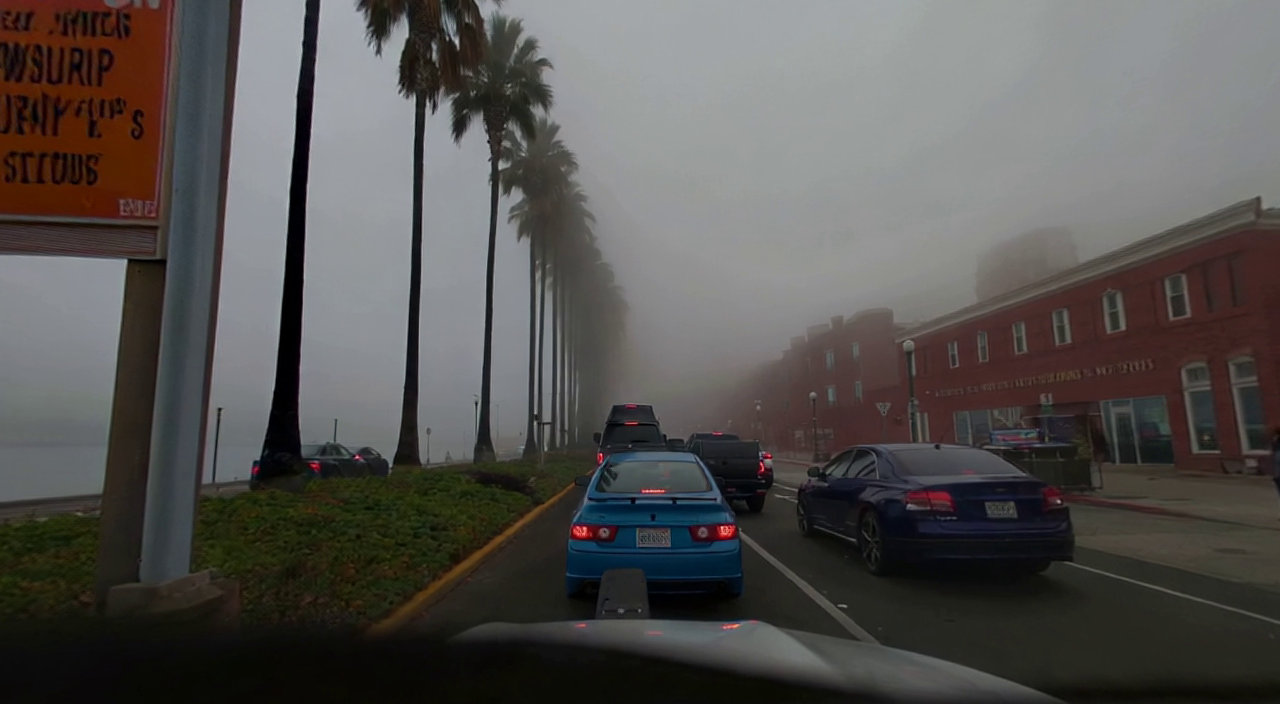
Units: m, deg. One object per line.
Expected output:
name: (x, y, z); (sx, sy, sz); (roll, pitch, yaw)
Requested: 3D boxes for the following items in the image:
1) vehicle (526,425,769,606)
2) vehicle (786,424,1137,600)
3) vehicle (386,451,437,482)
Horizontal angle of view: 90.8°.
vehicle: (0.061, 1.666, 7.248); (2.048, 1.503, 3.681); (0, -9, 0)
vehicle: (3.289, 1.712, 7.711); (1.920, 1.490, 4.417); (0, -9, -1)
vehicle: (-14.949, 7.479, 41.646); (2.104, 1.802, 4.852); (1, -8, -7)
